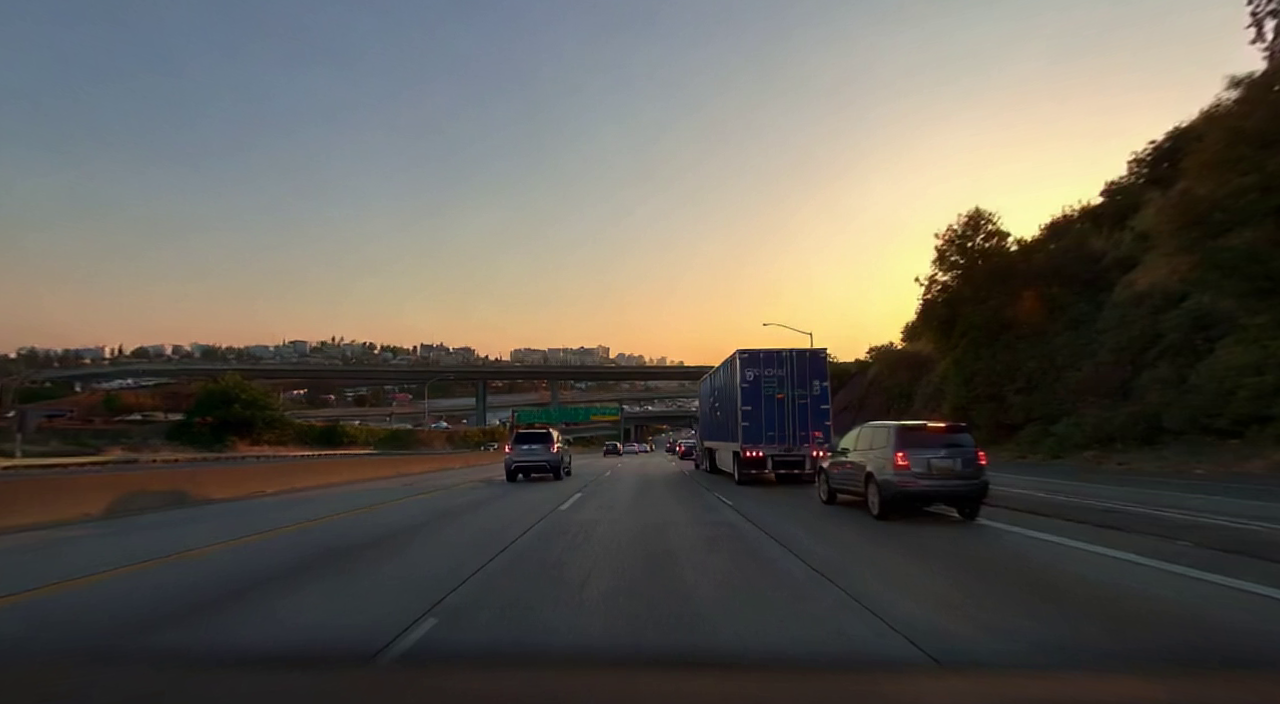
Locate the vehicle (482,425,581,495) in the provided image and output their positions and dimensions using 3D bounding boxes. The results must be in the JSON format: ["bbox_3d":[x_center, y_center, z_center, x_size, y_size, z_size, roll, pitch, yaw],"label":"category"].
[{"bbox_3d":[-2.923,3.042,18.053,2.006,1.741,4.277,-1,-9,1],"label":"vehicle"}]

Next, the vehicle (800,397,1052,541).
[{"bbox_3d":[4.017,1.738,9.802,1.984,1.737,4.064,0,-9,0],"label":"vehicle"}]

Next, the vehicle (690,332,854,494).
[{"bbox_3d":[4.013,2.731,24.173,2.903,4.190,15.630,0,-9,0],"label":"vehicle"}]
